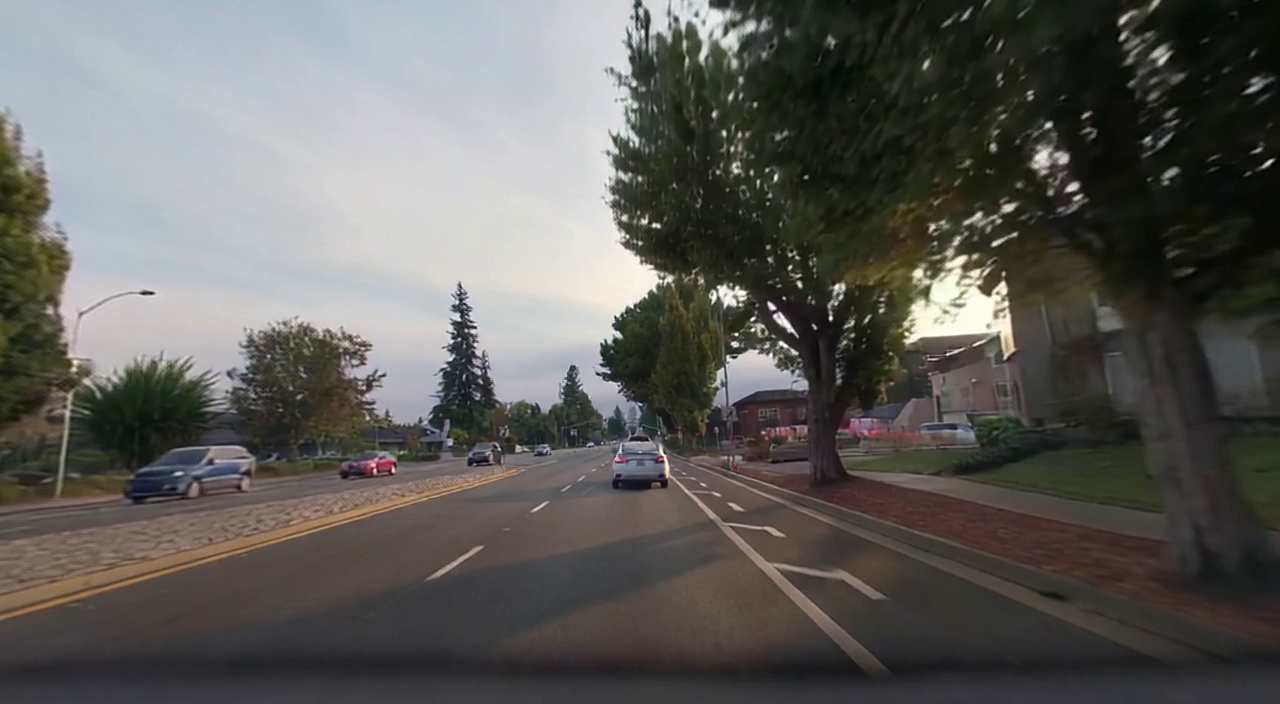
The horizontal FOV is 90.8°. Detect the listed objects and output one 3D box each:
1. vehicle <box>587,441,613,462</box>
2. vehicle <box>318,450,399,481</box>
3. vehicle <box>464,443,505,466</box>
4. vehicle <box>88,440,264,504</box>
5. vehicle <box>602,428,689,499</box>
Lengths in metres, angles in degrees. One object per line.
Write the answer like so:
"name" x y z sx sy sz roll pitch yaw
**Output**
"vehicle" -3.052 7.668 48.760 1.879 1.494 3.626 0 -9 -2
"vehicle" -15.207 6.117 34.442 2.124 1.542 4.702 0 -9 2
"vehicle" -12.210 8.027 49.824 2.143 1.711 4.477 0 -9 0
"vehicle" -15.546 4.010 21.657 2.283 1.880 4.960 0 -9 0
"vehicle" 0.127 2.965 17.134 2.094 1.682 3.866 0 -9 0
